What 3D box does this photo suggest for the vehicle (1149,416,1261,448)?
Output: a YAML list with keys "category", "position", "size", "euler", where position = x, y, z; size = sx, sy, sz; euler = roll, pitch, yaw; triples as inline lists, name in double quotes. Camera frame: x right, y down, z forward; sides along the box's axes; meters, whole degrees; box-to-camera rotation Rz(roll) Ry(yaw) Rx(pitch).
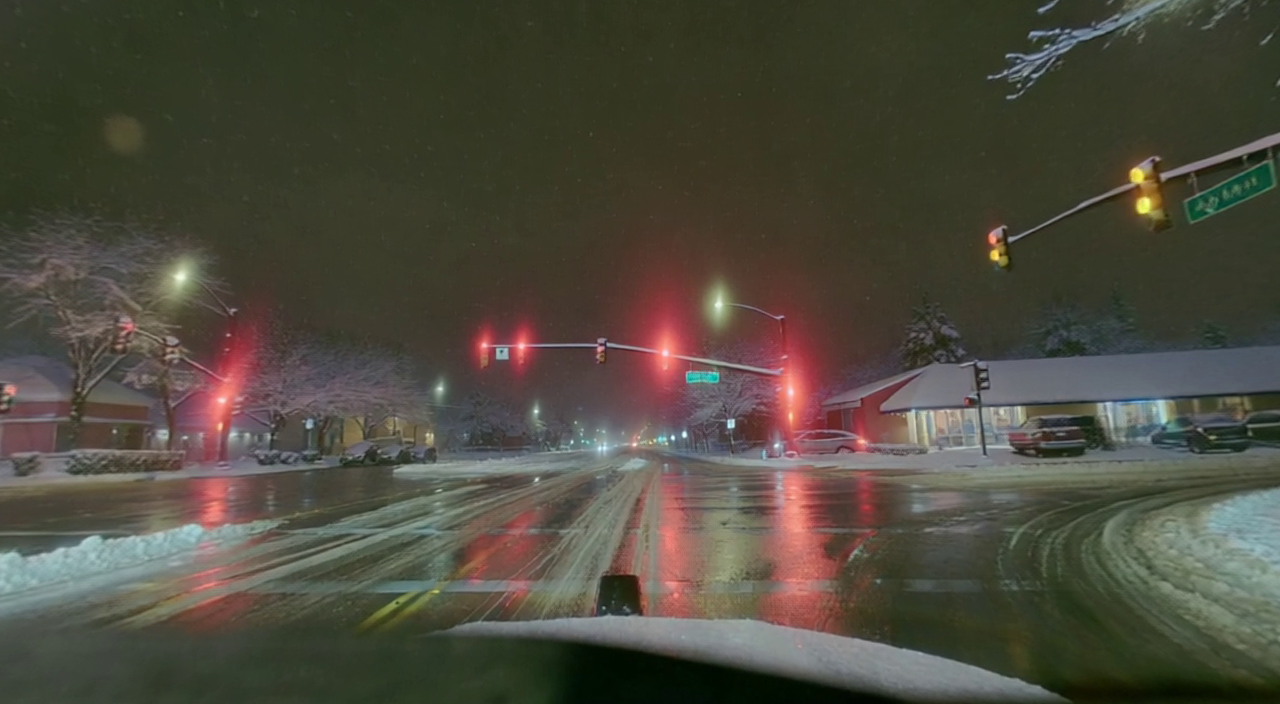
- category: "vehicle"
  position: [28.267, 4.073, 31.724]
  size: [1.799, 1.459, 4.266]
  euler: [0, -8, 3]
